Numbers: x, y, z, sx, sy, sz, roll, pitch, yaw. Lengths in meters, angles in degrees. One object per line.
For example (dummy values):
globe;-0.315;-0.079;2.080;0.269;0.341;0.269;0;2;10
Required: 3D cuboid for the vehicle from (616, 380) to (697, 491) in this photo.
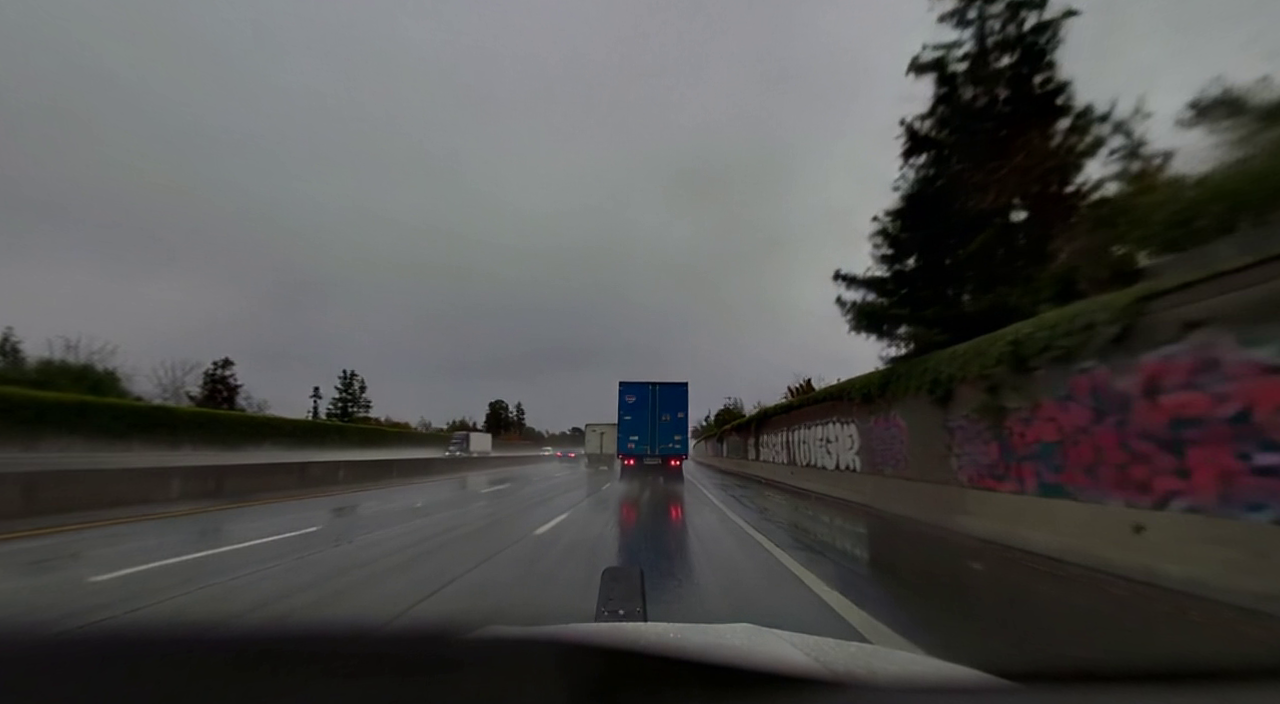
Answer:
vehicle;0.709;3.924;28.859;2.997;4.069;10.871;0;-9;1
